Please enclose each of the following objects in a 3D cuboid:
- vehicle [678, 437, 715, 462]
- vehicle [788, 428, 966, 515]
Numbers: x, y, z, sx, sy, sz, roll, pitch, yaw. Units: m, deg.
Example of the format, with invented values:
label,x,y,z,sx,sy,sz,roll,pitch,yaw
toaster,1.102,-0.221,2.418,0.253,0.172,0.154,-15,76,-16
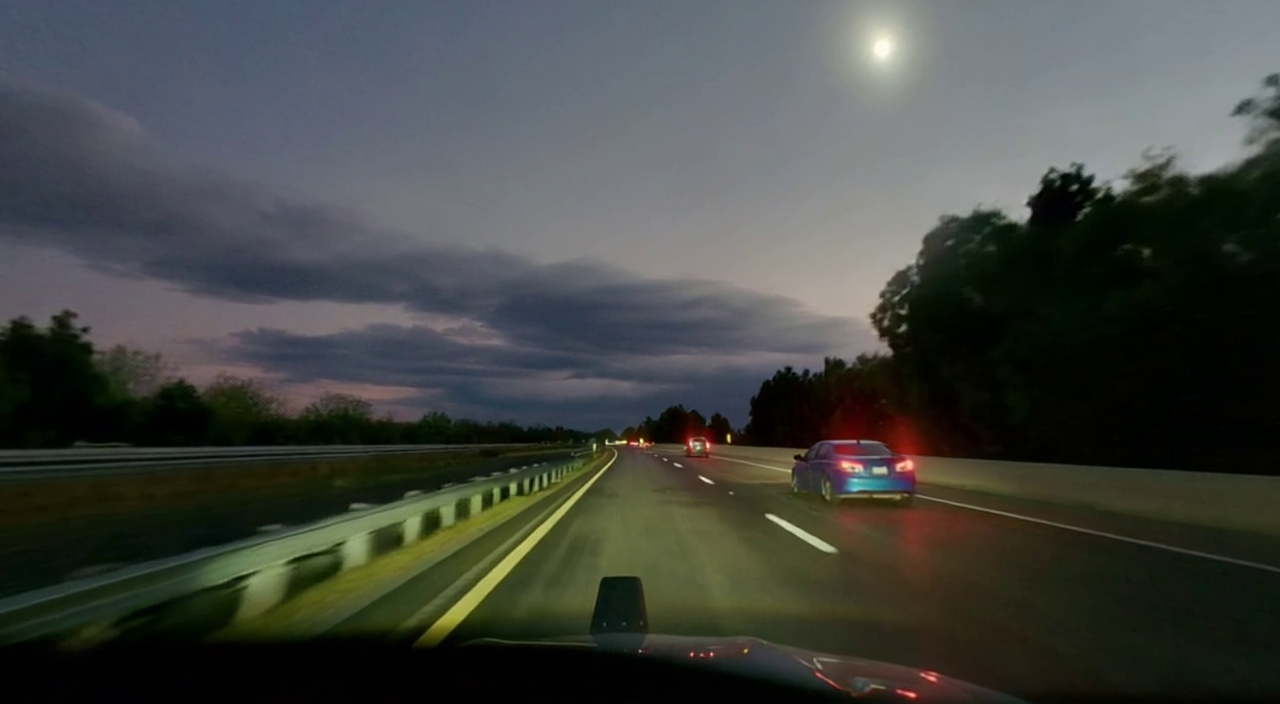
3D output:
label,x,y,z,sx,sy,sz,roll,pitch,yaw
vehicle,3.691,6.382,41.417,1.945,1.538,3.729,0,-8,-2
vehicle,4.695,2.416,13.263,2.072,1.528,4.176,0,-8,-1
